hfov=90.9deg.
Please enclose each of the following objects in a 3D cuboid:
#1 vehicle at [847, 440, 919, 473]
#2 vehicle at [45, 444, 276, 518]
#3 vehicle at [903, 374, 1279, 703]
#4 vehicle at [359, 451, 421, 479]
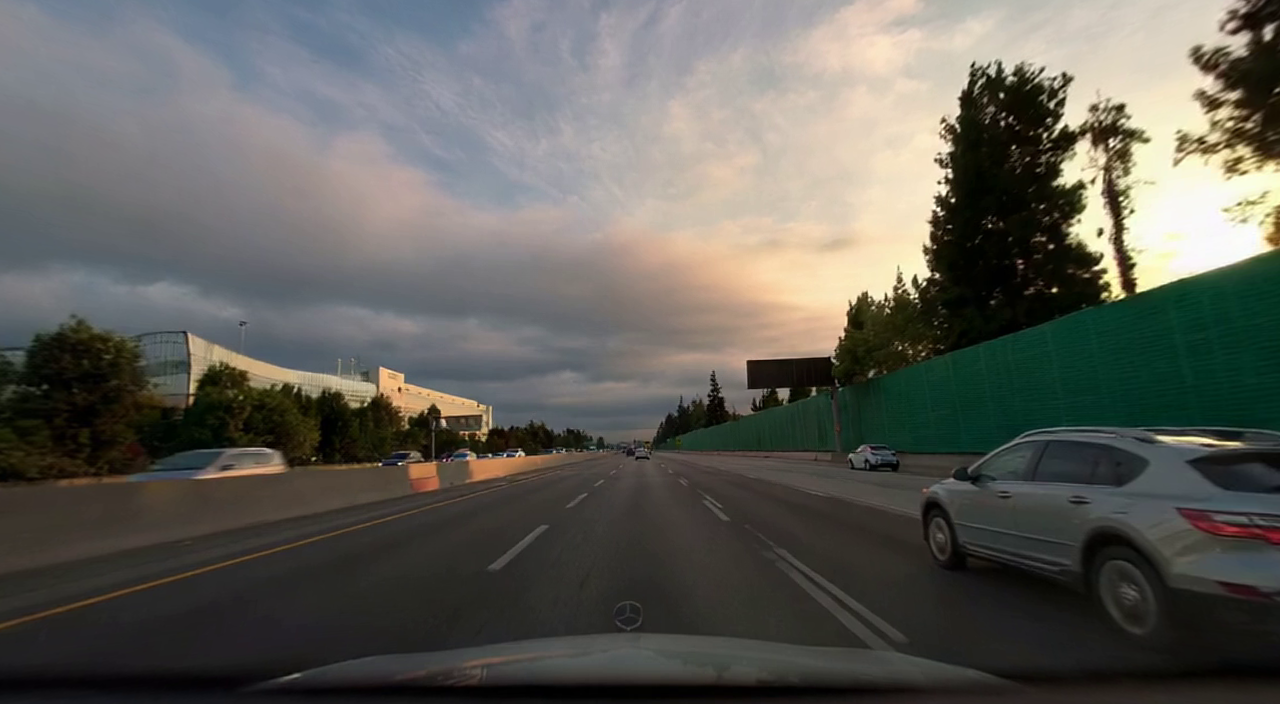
[{"bbox_3d":[12.673,5.463,33.159,2.163,1.596,3.997,0,-9,-1],"label":"vehicle"},{"bbox_3d":[-10.856,2.924,14.814,1.910,1.457,4.452,0,-9,0],"label":"vehicle"},{"bbox_3d":[3.777,1.190,4.528,1.930,1.628,4.099,0,-9,-1],"label":"vehicle"},{"bbox_3d":[-15.619,7.029,39.605,1.896,1.625,4.723,0,-9,1],"label":"vehicle"}]
